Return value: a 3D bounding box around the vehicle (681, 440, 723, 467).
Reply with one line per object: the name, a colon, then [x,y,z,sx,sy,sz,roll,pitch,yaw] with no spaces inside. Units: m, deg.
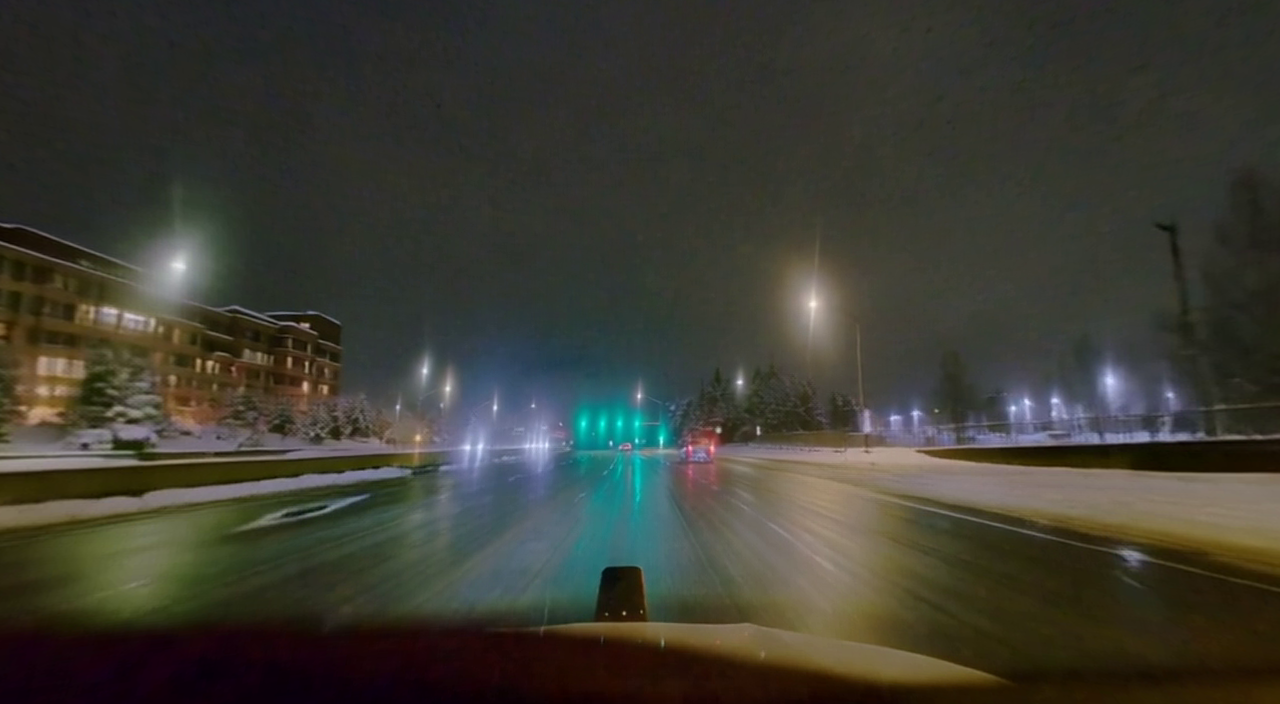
vehicle: [3.622,6.020,37.483,1.926,1.477,4.025,0,-9,-2]
